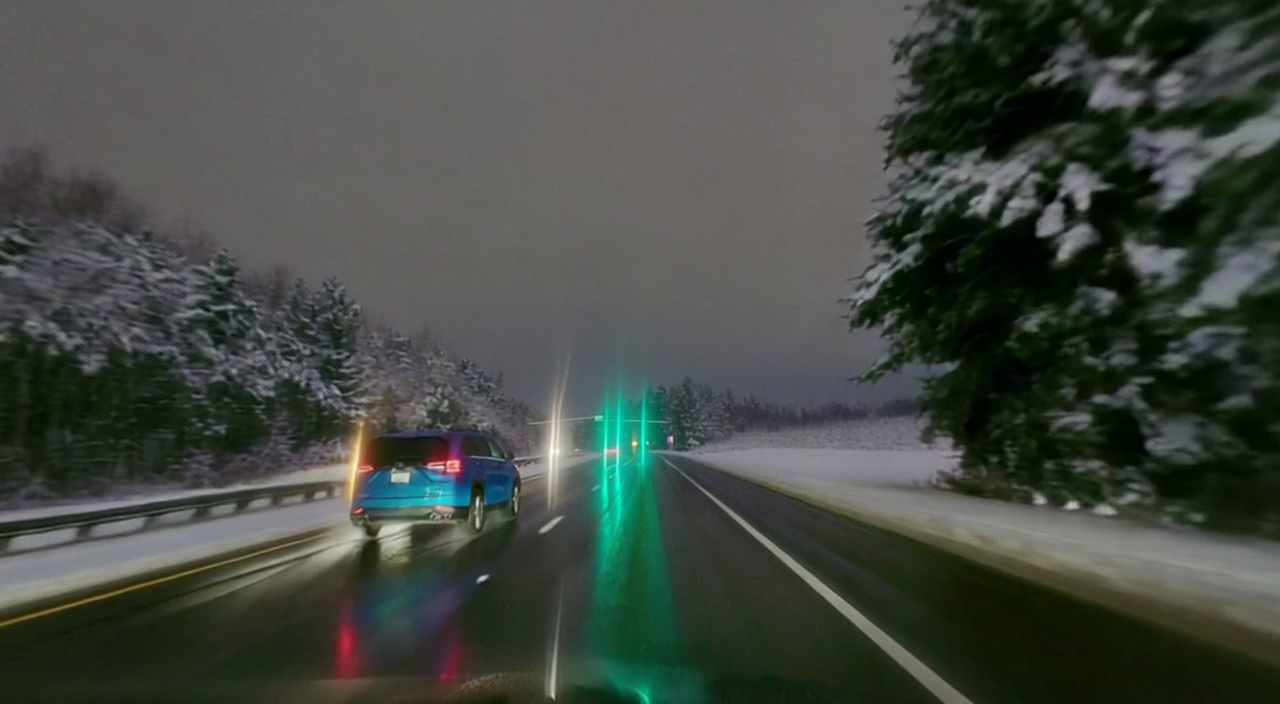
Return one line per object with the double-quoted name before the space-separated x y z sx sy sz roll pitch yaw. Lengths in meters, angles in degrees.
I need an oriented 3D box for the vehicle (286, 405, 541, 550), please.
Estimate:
"vehicle" -3.342 1.987 10.732 2.336 1.857 4.986 0 -8 2
